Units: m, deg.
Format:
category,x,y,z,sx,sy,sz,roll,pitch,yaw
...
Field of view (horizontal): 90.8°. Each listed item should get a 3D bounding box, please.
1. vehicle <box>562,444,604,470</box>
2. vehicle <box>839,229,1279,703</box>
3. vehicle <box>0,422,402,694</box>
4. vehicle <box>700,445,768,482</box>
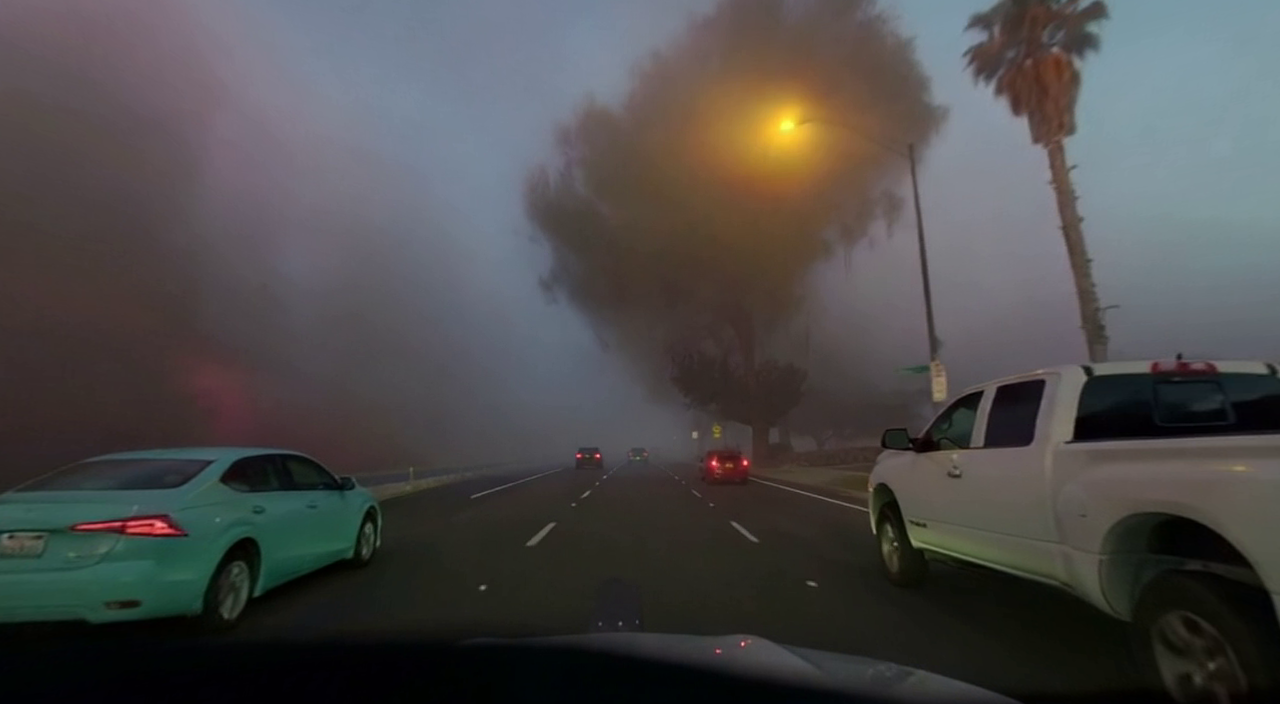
category,x,y,z,sx,sy,sz,roll,pitch,yaw
vehicle,-3.539,6.635,40.090,2.263,1.548,4.555,0,-8,-1
vehicle,3.381,0.875,3.854,2.478,2.030,5.723,0,-9,0
vehicle,-3.980,1.479,5.743,2.094,1.509,4.286,0,-9,-2
vehicle,3.918,4.739,27.158,2.149,1.421,4.805,0,-8,0
